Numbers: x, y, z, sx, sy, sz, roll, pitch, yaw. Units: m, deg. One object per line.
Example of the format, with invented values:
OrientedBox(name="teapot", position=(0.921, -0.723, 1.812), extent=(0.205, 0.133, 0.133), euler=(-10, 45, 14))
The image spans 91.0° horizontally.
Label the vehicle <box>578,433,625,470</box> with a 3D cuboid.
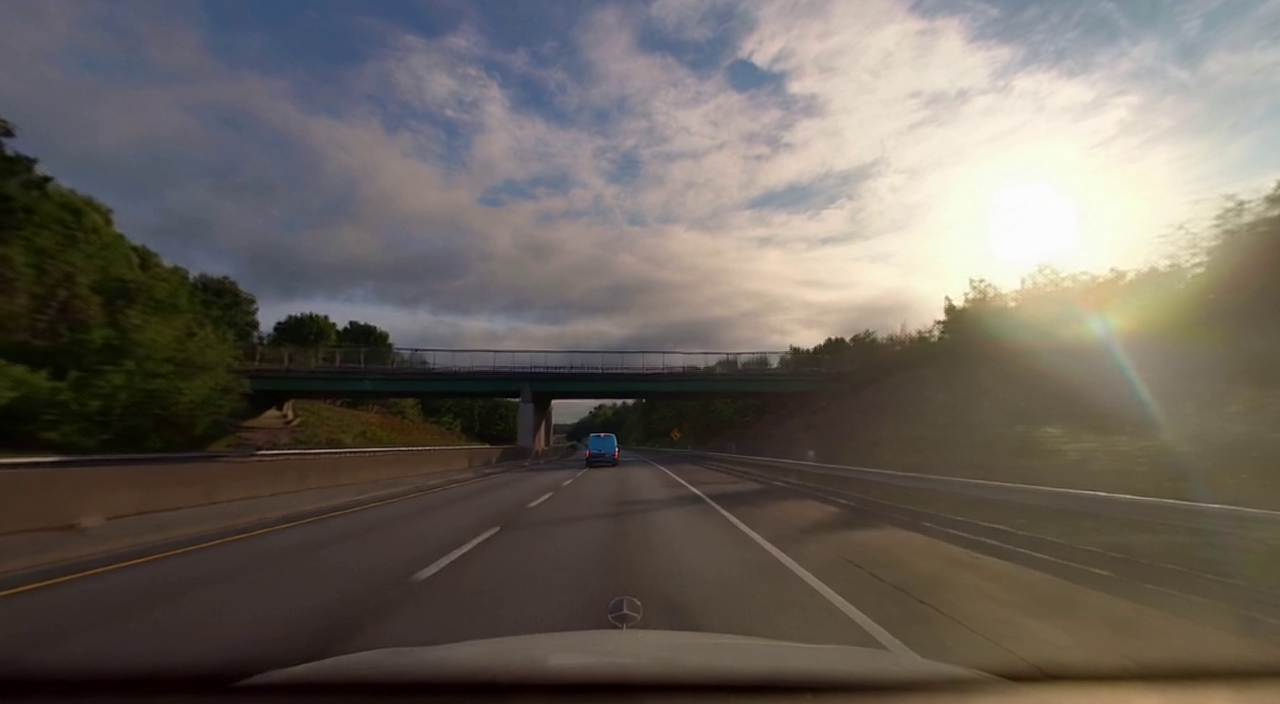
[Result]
OrientedBox(name="vehicle", position=(-2.018, 5.445, 34.701), extent=(2.372, 1.891, 5.061), euler=(0, -8, -1))
